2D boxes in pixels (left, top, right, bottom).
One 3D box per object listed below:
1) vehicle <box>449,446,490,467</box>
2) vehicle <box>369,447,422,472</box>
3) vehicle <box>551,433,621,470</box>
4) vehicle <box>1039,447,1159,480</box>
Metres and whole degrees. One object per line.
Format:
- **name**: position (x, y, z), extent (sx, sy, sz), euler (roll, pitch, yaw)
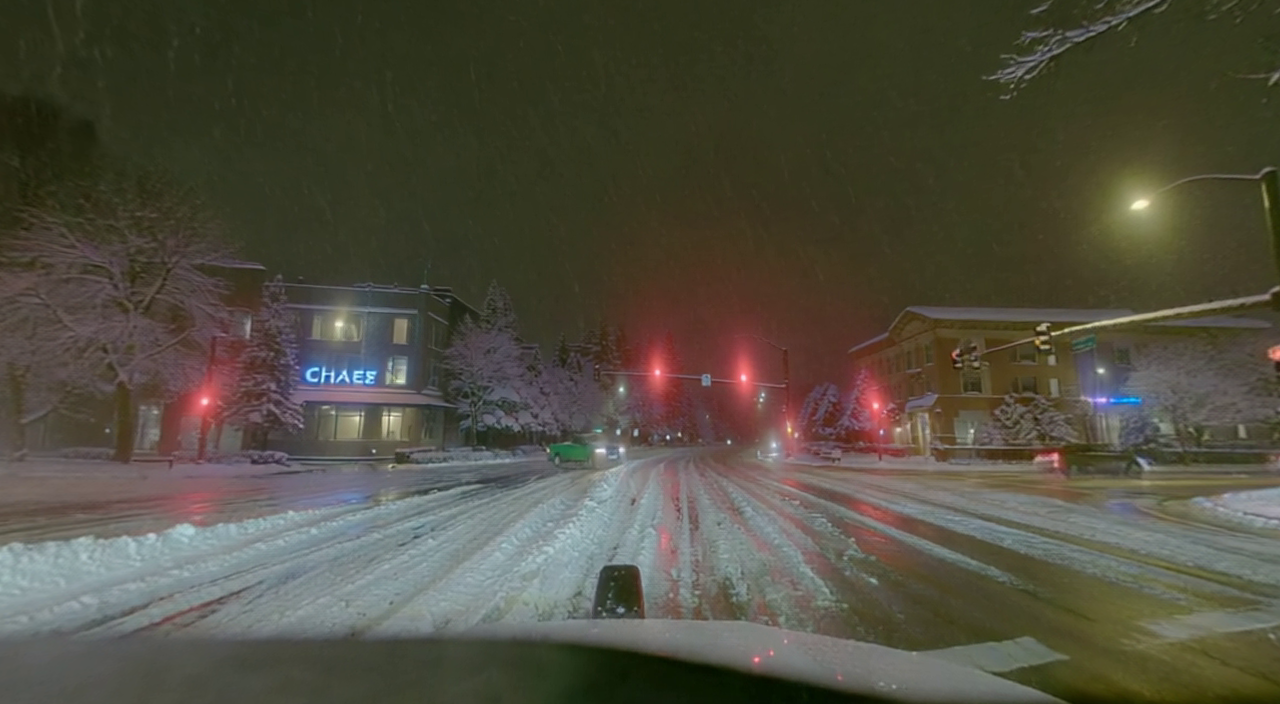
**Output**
- **vehicle**: position (-12.634, 7.762, 47.088), extent (1.946, 1.474, 4.008), euler (0, -9, 0)
- **vehicle**: position (-16.257, 7.133, 42.232), extent (1.883, 1.586, 4.297), euler (0, -9, -1)
- **vehicle**: position (-3.222, 5.697, 36.429), extent (2.289, 1.927, 5.667), euler (4, -9, -24)
- **vehicle**: position (21.578, 5.201, 29.721), extent (4.658, 1.478, 1.946), euler (2, -9, -15)
